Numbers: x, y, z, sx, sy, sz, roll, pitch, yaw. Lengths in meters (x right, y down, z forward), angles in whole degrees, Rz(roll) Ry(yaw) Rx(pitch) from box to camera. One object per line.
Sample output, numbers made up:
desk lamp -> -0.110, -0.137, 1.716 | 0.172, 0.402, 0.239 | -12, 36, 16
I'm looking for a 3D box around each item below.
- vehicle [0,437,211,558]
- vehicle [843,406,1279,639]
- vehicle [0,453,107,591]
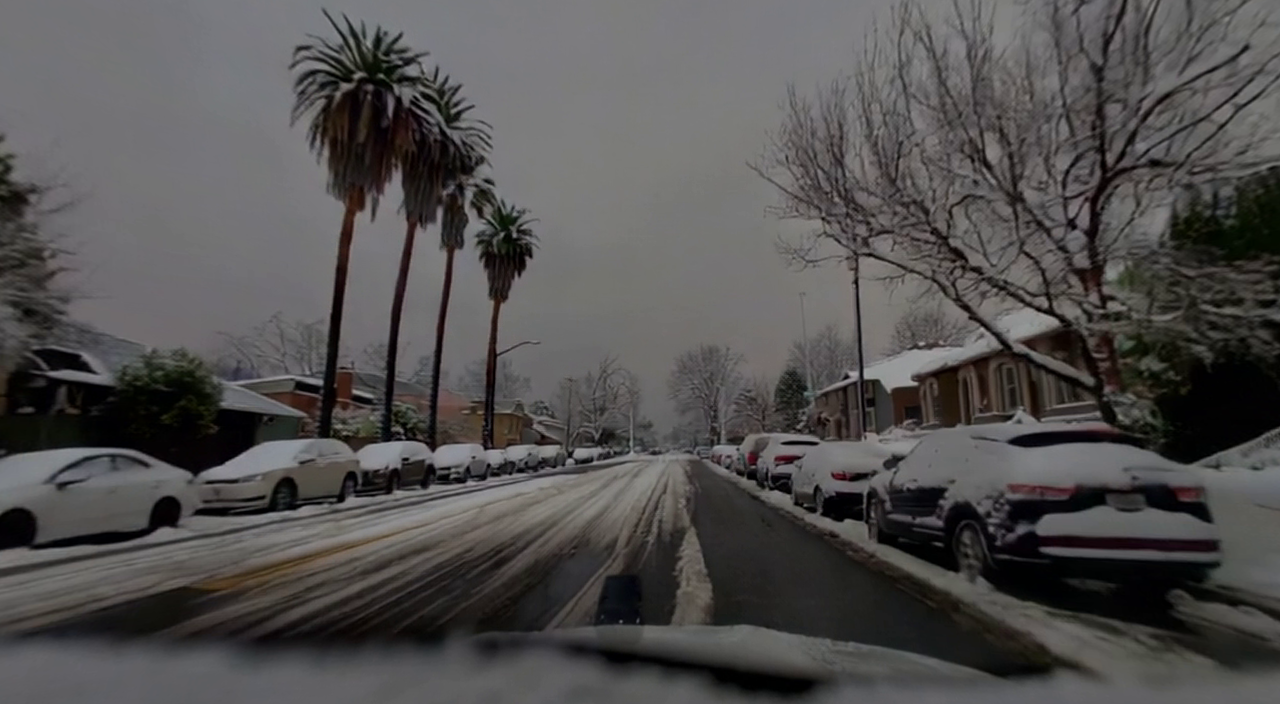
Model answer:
vehicle -> -9.391, 2.202, 9.909 | 3.910, 1.684, 1.919 | 3, -9, -19
vehicle -> 3.894, 1.562, 6.857 | 2.016, 1.670, 4.372 | 0, -8, 1
vehicle -> -9.028, 1.923, 7.295 | 3.871, 1.460, 1.839 | 3, -9, -18
